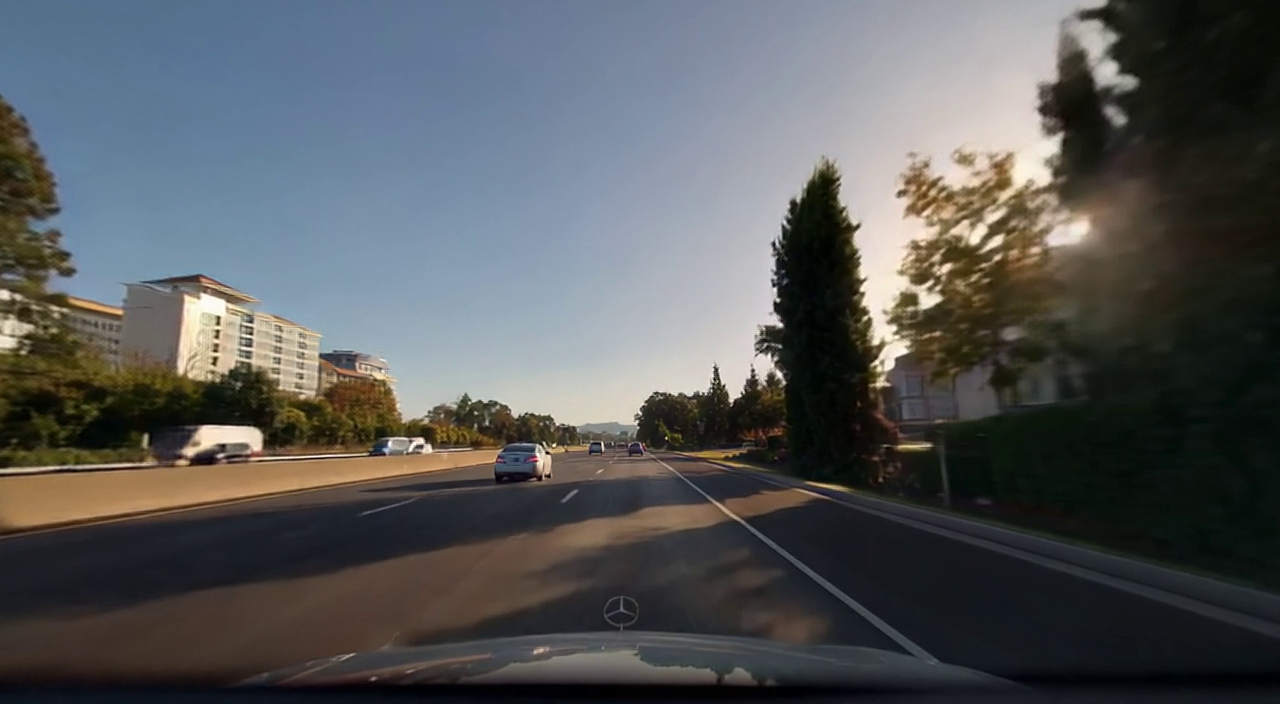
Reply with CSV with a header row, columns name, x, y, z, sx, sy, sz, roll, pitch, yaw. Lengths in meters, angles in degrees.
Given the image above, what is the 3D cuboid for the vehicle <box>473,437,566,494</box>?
name,x,y,z,sx,sy,sz,roll,pitch,yaw
vehicle,-3.381,3.274,18.594,1.920,1.463,4.134,0,-8,0

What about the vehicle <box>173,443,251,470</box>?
name,x,y,z,sx,sy,sz,roll,pitch,yaw
vehicle,-31.677,7.716,46.987,2.260,1.908,4.930,0,-8,0
